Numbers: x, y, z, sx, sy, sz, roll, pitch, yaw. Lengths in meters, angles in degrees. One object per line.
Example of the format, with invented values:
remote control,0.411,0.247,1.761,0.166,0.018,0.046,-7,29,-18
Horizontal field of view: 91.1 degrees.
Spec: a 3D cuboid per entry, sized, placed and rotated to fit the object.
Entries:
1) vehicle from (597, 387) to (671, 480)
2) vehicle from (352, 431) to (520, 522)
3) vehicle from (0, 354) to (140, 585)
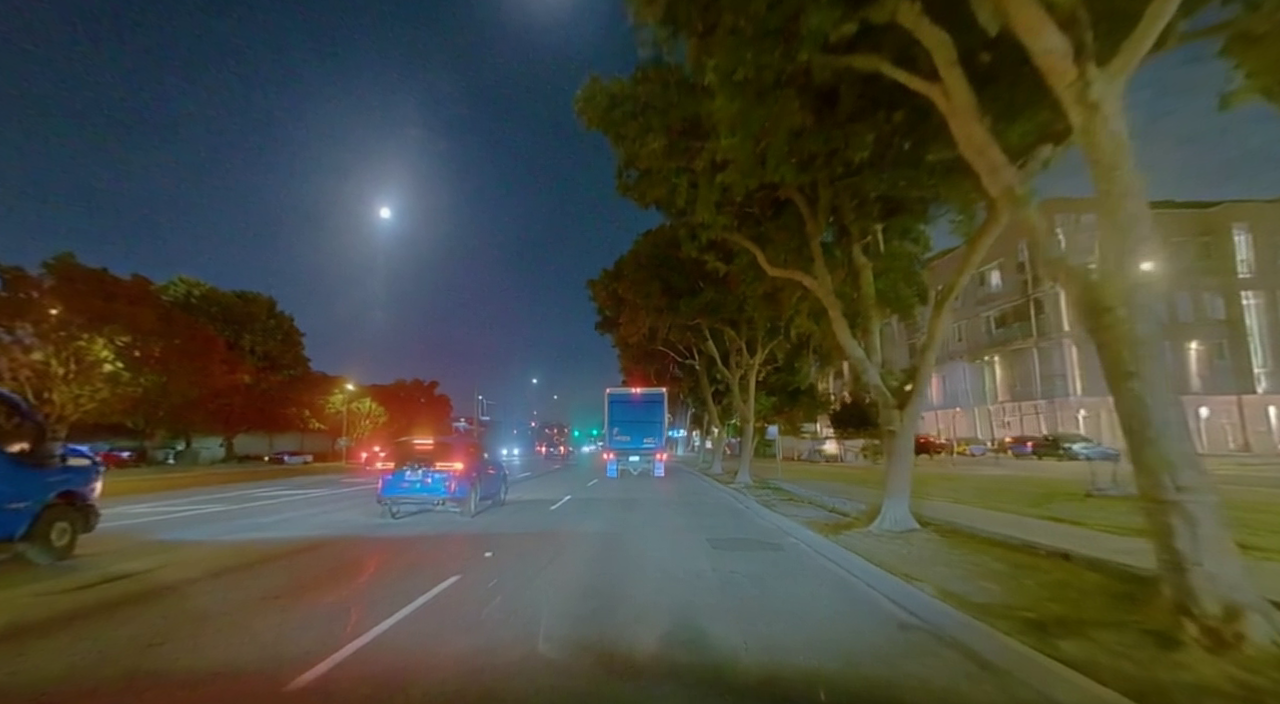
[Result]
vehicle,-0.195,3.869,29.247,2.905,3.644,8.807,0,-9,1
vehicle,-4.042,2.536,13.349,2.078,1.597,4.355,0,-9,0
vehicle,-7.396,0.909,4.550,2.391,2.204,6.157,0,-9,1
